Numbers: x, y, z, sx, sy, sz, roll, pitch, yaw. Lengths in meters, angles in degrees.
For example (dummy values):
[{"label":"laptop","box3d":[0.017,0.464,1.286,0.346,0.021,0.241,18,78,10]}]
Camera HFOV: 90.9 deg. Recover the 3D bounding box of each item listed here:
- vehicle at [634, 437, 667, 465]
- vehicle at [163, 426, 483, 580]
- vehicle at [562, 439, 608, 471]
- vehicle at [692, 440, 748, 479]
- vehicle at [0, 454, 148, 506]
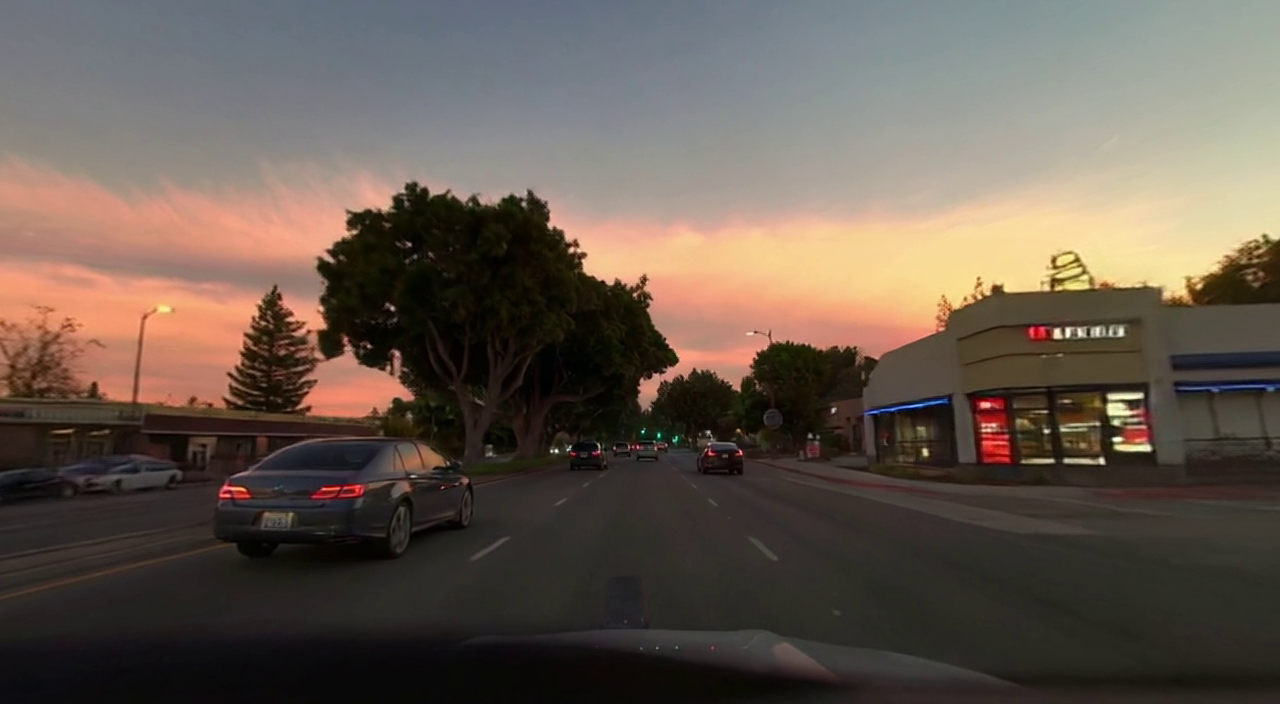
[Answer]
[{"label":"vehicle","box3d":[0.745,6.954,44.175,2.193,1.873,4.033,0,-9,1]},{"label":"vehicle","box3d":[-3.647,1.813,8.387,1.908,1.481,4.351,0,-9,1]},{"label":"vehicle","box3d":[-2.971,5.677,34.808,2.026,1.665,4.193,0,-9,2]},{"label":"vehicle","box3d":[3.467,4.738,27.920,1.922,1.579,3.642,0,-9,-2]},{"label":"vehicle","box3d":[-22.661,5.084,25.456,1.946,1.581,4.573,-4,-7,0]}]
